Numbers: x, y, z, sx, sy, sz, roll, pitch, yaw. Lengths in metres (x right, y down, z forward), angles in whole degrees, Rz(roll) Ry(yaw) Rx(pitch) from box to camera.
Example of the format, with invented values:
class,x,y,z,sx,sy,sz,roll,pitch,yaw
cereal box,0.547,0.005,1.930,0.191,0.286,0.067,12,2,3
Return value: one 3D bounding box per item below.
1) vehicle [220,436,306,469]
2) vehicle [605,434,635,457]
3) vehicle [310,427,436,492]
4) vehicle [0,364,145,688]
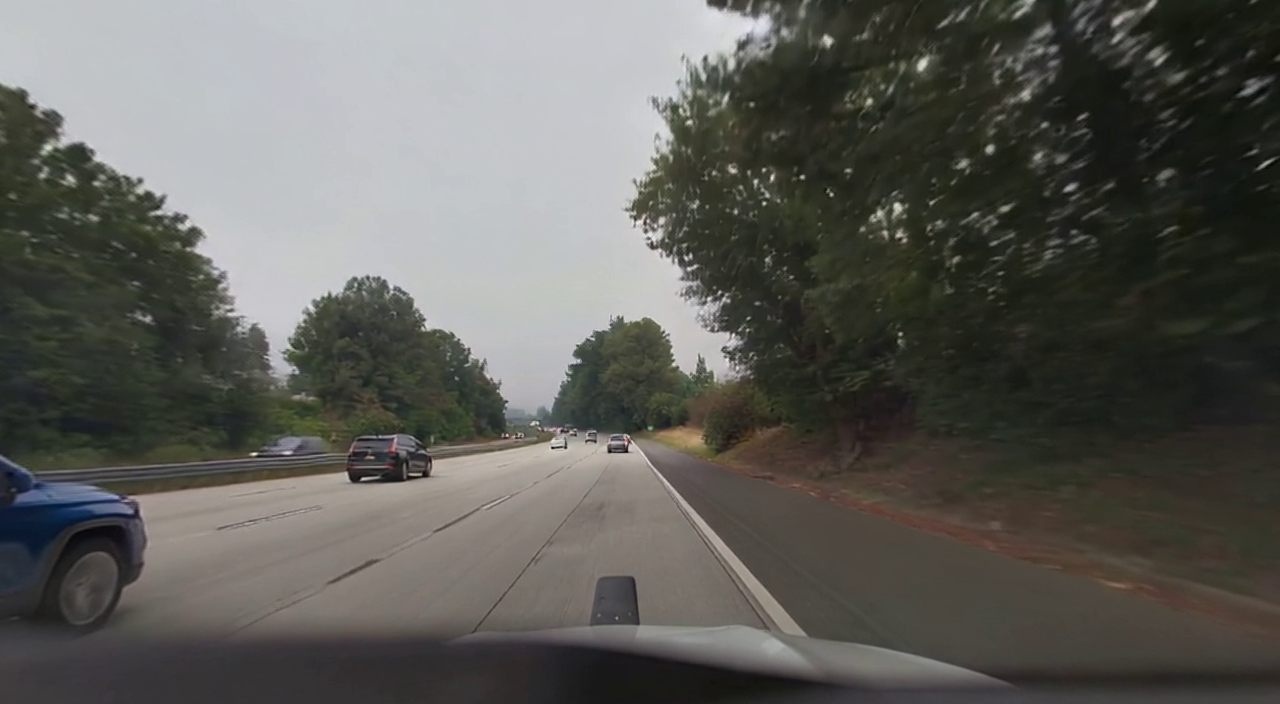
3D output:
class,x,y,z,sx,sy,sz,roll,pitch,yaw
vehicle,-17.971,4.765,30.236,1.753,1.481,3.929,0,-8,-1
vehicle,-1.477,7.072,47.770,2.178,1.658,3.916,0,-8,-1
vehicle,-7.987,3.231,19.396,1.964,1.745,4.338,0,-8,0
vehicle,-4.498,0.760,2.019,2.069,1.748,4.652,0,-8,-1
